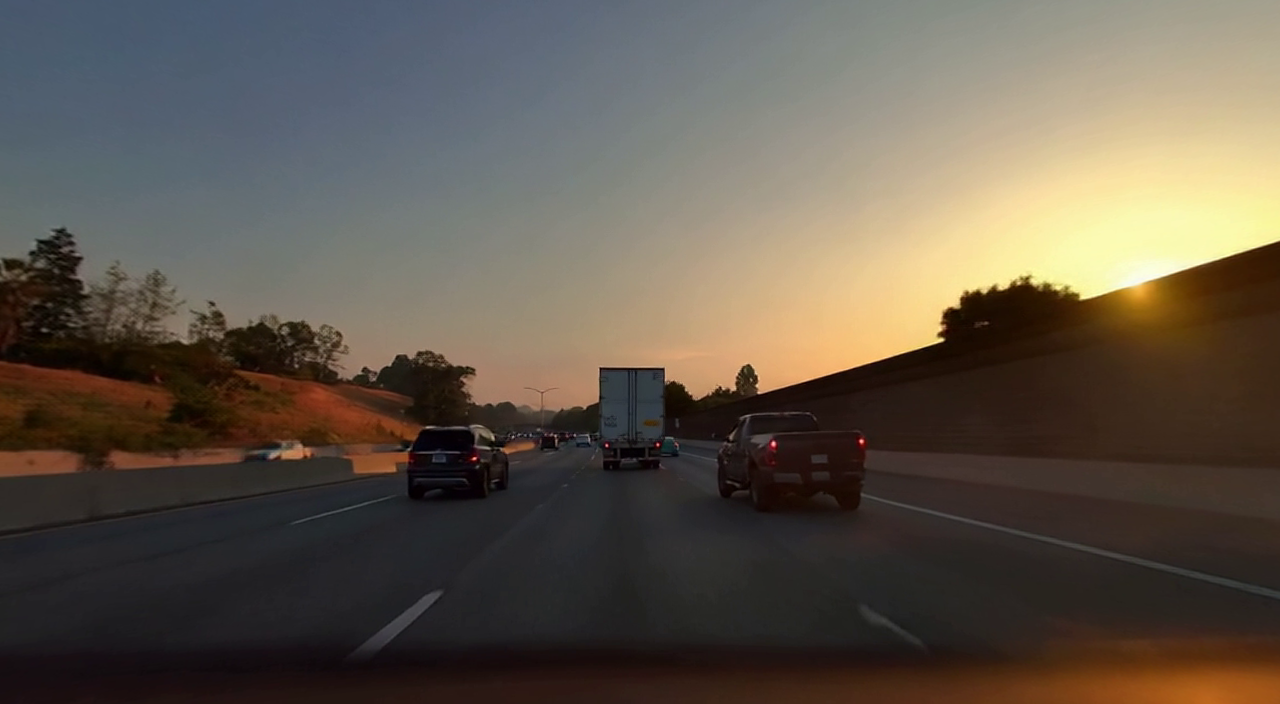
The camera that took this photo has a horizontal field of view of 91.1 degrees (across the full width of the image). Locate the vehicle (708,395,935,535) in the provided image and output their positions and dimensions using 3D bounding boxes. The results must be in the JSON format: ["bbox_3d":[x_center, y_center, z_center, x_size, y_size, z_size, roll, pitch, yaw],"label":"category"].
[{"bbox_3d":[2.678,1.819,10.813,2.118,1.832,4.901,0,-8,-4],"label":"vehicle"}]

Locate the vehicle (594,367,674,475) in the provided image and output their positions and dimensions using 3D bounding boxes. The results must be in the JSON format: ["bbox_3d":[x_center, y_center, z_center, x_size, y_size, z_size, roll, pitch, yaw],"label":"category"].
[{"bbox_3d":[-0.551,3.209,28.083,2.904,3.915,10.473,0,-8,-4],"label":"vehicle"}]

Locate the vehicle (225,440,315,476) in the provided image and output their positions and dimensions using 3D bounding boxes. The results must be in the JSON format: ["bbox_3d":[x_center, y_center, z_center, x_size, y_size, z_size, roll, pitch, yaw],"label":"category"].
[{"bbox_3d":[-19.966,5.690,34.251,1.941,1.795,5.025,0,-8,-1],"label":"vehicle"}]

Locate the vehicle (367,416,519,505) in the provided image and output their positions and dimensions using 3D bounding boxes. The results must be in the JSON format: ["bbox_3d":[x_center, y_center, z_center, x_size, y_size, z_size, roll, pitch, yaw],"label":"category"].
[{"bbox_3d":[-4.328,2.452,14.684,2.134,1.752,4.375,0,-8,0],"label":"vehicle"}]
